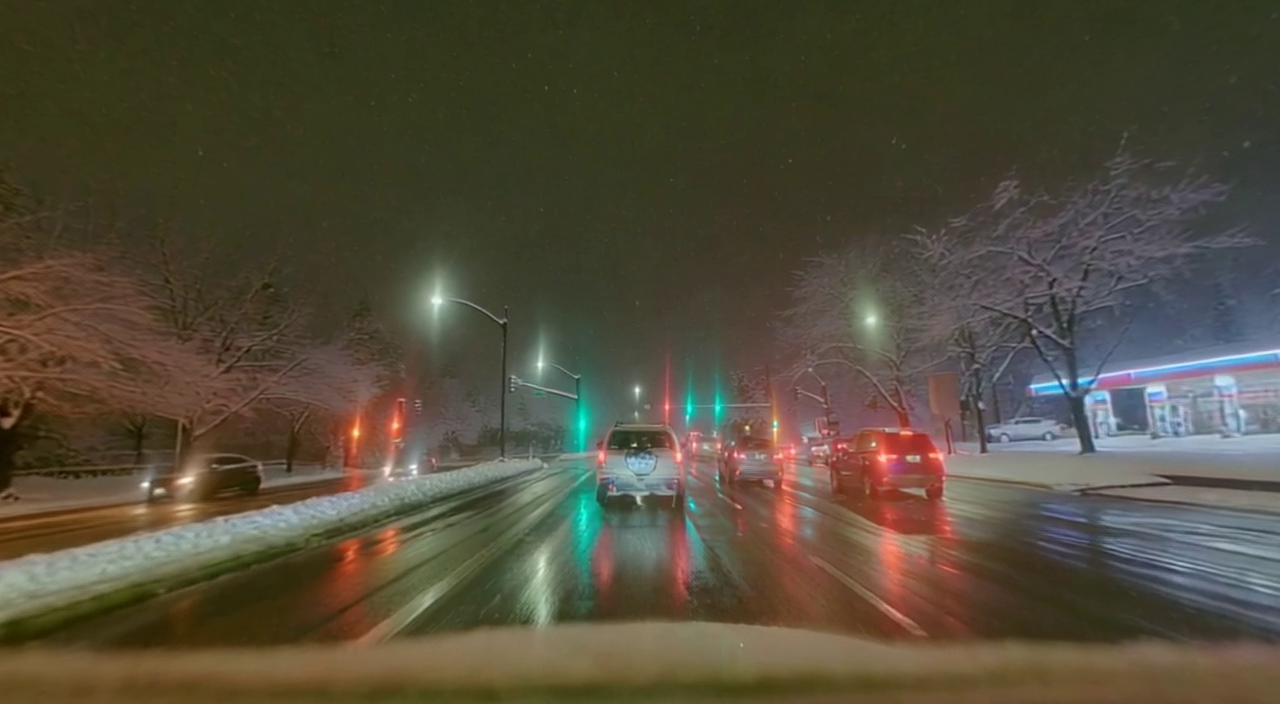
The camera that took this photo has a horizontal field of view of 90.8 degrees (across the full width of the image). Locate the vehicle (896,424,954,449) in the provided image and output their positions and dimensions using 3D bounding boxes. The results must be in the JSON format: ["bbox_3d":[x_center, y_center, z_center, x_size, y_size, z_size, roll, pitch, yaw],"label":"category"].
[{"bbox_3d":[19.733,5.881,43.941,1.925,1.629,4.331,0,-8,-1],"label":"vehicle"}]

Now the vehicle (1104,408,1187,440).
[{"bbox_3d":[30.567,4.440,38.375,1.769,1.782,4.068,-1,-8,3],"label":"vehicle"}]

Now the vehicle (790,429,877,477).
[{"bbox_3d":[6.981,3.681,23.254,1.793,1.585,4.130,0,-8,-2],"label":"vehicle"}]

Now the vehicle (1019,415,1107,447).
[{"bbox_3d":[25.251,4.783,37.933,2.107,1.806,4.410,0,-8,-2],"label":"vehicle"}]

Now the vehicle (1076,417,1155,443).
[{"bbox_3d":[27.792,4.608,37.064,1.709,1.423,3.660,0,-8,0],"label":"vehicle"}]

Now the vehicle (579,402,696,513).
[{"bbox_3d":[-0.076,2.203,13.524,2.038,1.917,4.900,0,-8,-1],"label":"vehicle"}]

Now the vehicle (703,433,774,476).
[{"bbox_3d":[3.666,3.901,24.297,1.940,1.474,4.234,0,-8,-2],"label":"vehicle"}]

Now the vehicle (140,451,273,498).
[{"bbox_3d":[-16.685,4.703,24.703,1.942,1.479,4.765,-4,-8,-1],"label":"vehicle"}]

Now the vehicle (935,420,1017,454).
[{"bbox_3d":[19.899,5.066,37.719,1.929,1.763,5.190,-3,-8,-1],"label":"vehicle"}]
